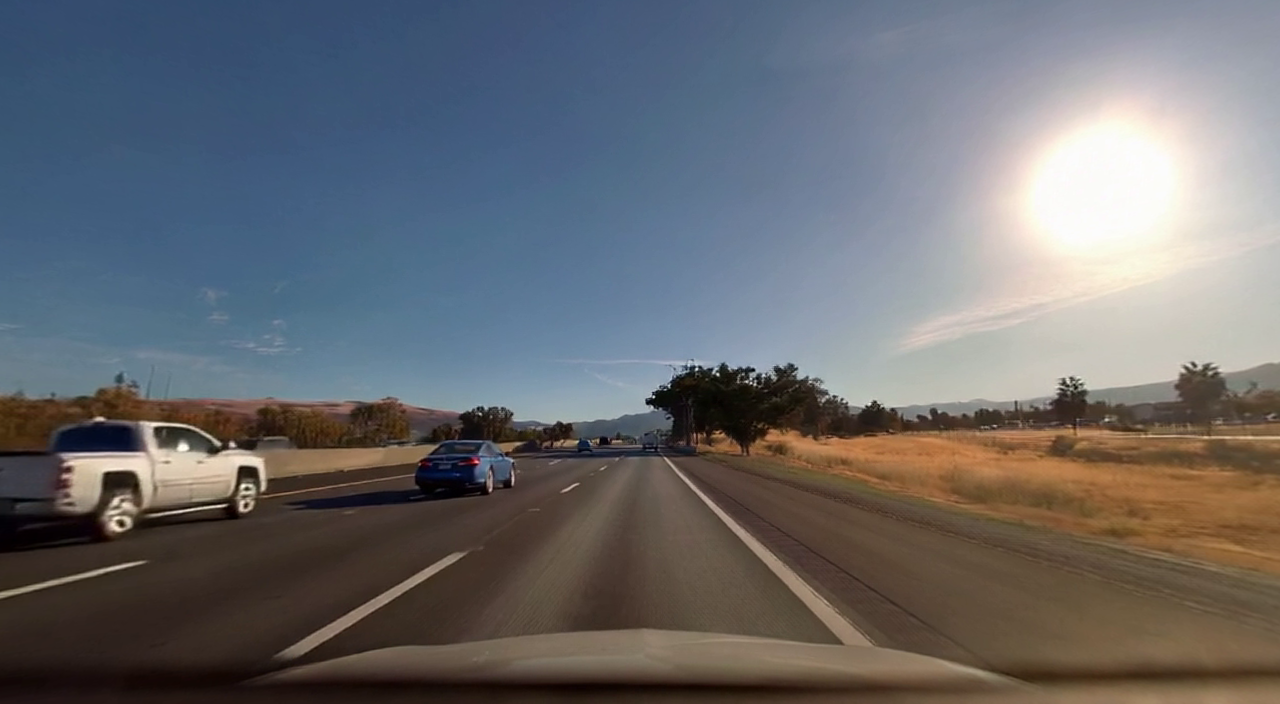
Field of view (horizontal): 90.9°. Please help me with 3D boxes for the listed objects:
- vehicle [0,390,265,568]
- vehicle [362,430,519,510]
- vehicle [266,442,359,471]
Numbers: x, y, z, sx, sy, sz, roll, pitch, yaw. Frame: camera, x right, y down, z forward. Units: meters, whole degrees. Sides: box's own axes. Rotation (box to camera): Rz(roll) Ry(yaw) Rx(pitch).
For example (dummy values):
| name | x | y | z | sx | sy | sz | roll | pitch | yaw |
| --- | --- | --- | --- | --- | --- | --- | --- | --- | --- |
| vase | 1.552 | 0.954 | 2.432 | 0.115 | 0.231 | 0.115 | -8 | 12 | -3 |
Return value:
| name | x | y | z | sx | sy | sz | roll | pitch | yaw |
| --- | --- | --- | --- | --- | --- | --- | --- | --- | --- |
| vehicle | -7.834 | 1.675 | 8.885 | 2.116 | 1.869 | 4.725 | 0 | -8 | 0 |
| vehicle | -4.408 | 2.682 | 14.884 | 2.071 | 1.556 | 4.729 | 0 | -8 | 1 |
| vehicle | -17.735 | 5.660 | 34.543 | 2.103 | 1.432 | 5.605 | 0 | -8 | 0 |
